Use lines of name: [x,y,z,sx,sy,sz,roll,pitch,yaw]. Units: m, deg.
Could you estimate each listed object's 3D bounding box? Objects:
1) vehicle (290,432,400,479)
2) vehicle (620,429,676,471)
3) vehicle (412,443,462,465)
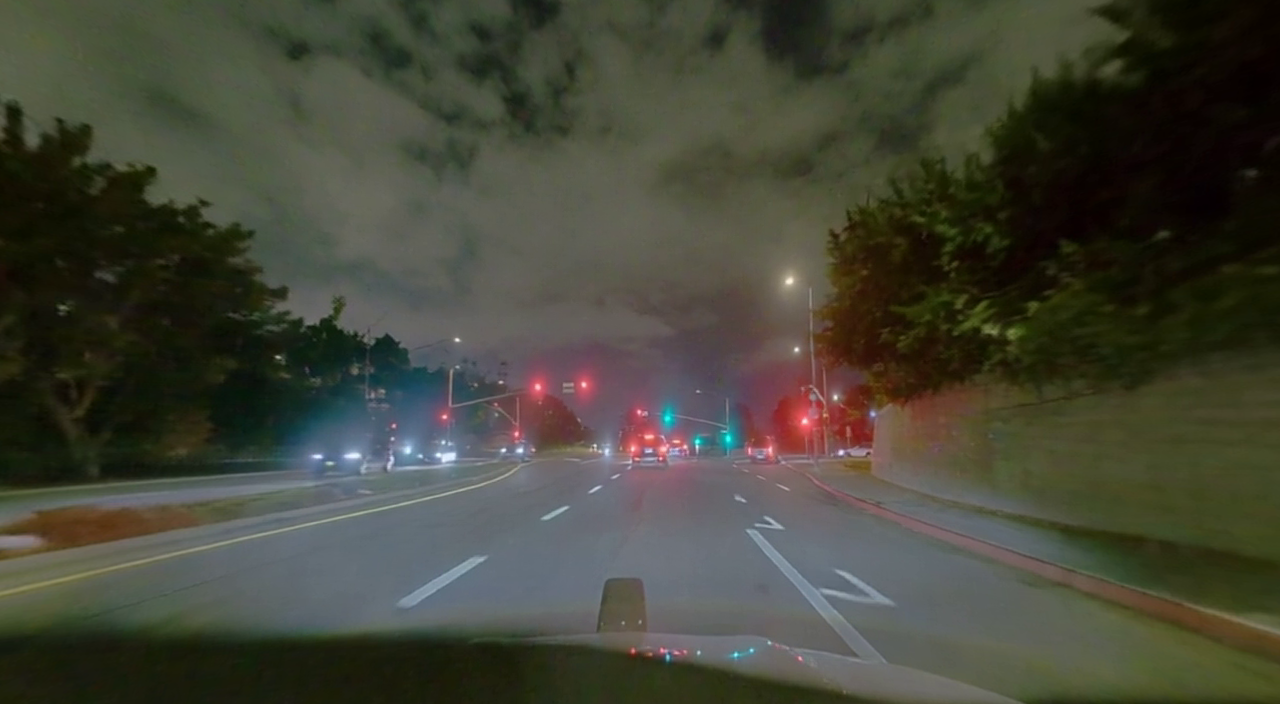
vehicle: [-12.213,4.316,26.448,2.111,1.751,4.757,-1,-8,3]
vehicle: [0.456,4.732,30.441,2.152,1.822,4.391,-1,-9,8]
vehicle: [-15.406,7.778,47.901,1.924,1.598,4.652,-1,-9,5]
